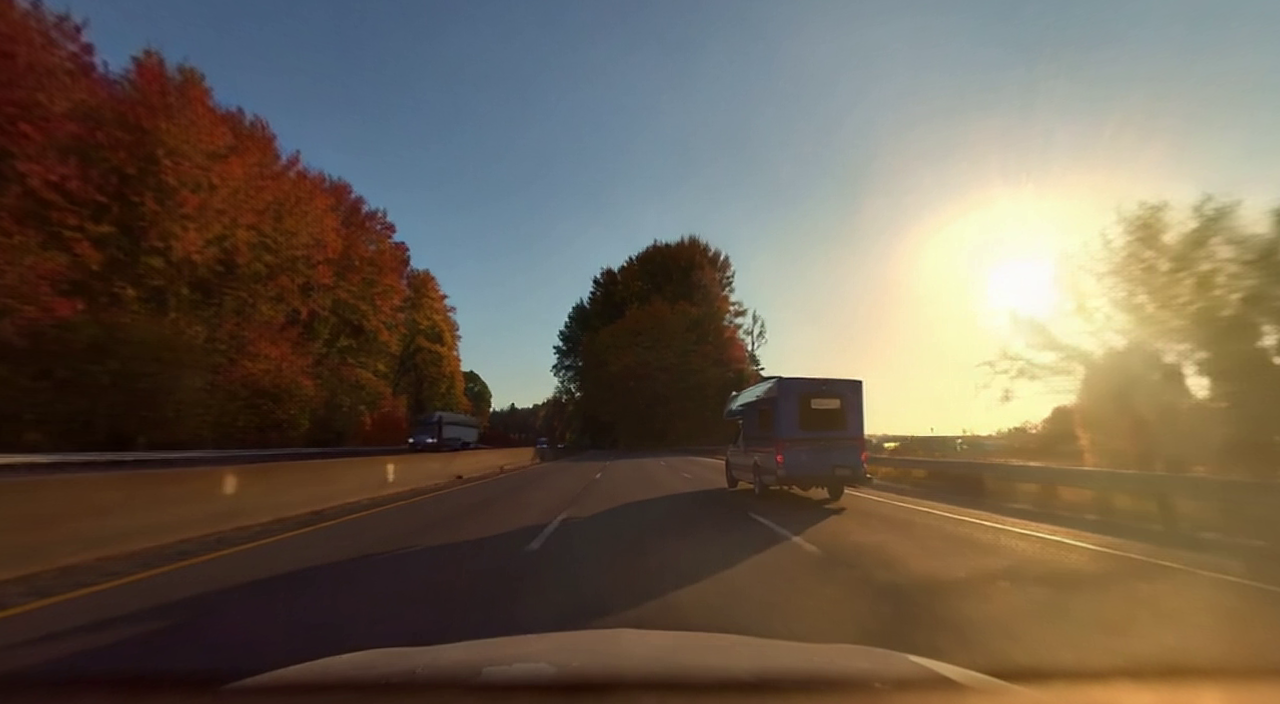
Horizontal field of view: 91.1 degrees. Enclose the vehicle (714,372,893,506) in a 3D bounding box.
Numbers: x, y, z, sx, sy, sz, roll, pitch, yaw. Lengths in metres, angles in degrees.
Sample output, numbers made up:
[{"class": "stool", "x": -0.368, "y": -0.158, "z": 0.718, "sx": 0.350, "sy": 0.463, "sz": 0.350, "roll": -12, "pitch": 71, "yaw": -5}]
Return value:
[{"class": "vehicle", "x": 3.940, "y": 2.341, "z": 17.178, "sx": 2.815, "sy": 2.876, "sz": 7.101, "roll": 0, "pitch": -8, "yaw": -1}]
